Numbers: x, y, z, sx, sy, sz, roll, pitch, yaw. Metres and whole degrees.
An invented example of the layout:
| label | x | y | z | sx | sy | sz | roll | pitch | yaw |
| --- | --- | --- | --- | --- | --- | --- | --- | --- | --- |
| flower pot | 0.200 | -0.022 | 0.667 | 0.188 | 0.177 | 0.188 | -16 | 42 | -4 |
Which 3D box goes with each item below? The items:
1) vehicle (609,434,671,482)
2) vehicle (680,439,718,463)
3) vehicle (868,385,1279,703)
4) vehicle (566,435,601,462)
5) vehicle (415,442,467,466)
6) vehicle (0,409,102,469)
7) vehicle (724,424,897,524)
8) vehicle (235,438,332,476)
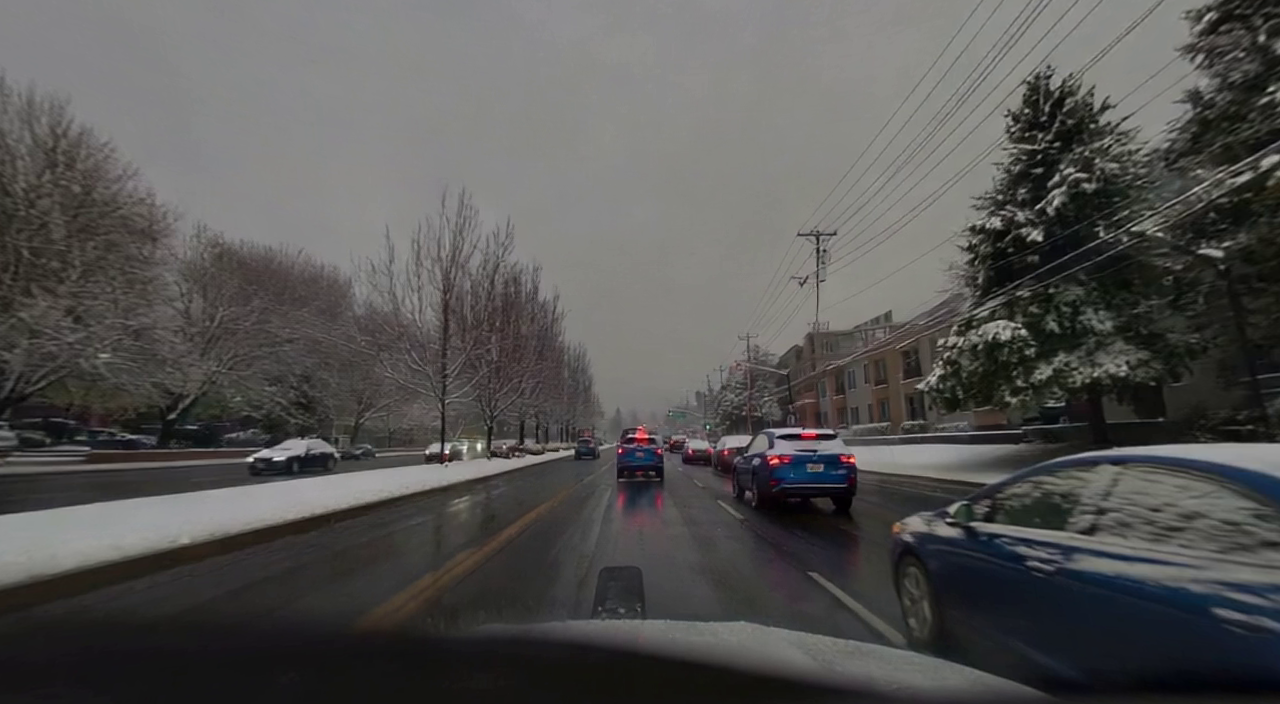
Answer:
| label | x | y | z | sx | sy | sz | roll | pitch | yaw |
| --- | --- | --- | --- | --- | --- | --- | --- | --- | --- |
| vehicle | 0.011 | 3.842 | 23.153 | 2.073 | 1.606 | 3.933 | 0 | -8 | 0 |
| vehicle | 3.863 | 6.537 | 41.912 | 2.054 | 1.461 | 4.321 | 0 | -8 | 0 |
| vehicle | 3.022 | 1.033 | 3.175 | 2.065 | 1.489 | 4.417 | 0 | -8 | -1 |
| vehicle | -3.991 | 6.931 | 45.381 | 2.104 | 1.773 | 4.338 | 0 | -8 | 1 |
| vehicle | -13.128 | 6.729 | 41.903 | 1.932 | 1.455 | 4.485 | 0 | -8 | 1 |
| vehicle | -44.176 | 5.910 | 43.154 | 11.033 | 3.961 | 3.142 | 1 | -8 | -7 |
| vehicle | 3.188 | 2.402 | 13.055 | 2.123 | 1.657 | 4.719 | 0 | -8 | -2 |
| vehicle | -16.810 | 4.960 | 30.091 | 1.944 | 1.624 | 4.561 | 0 | -8 | 0 |
